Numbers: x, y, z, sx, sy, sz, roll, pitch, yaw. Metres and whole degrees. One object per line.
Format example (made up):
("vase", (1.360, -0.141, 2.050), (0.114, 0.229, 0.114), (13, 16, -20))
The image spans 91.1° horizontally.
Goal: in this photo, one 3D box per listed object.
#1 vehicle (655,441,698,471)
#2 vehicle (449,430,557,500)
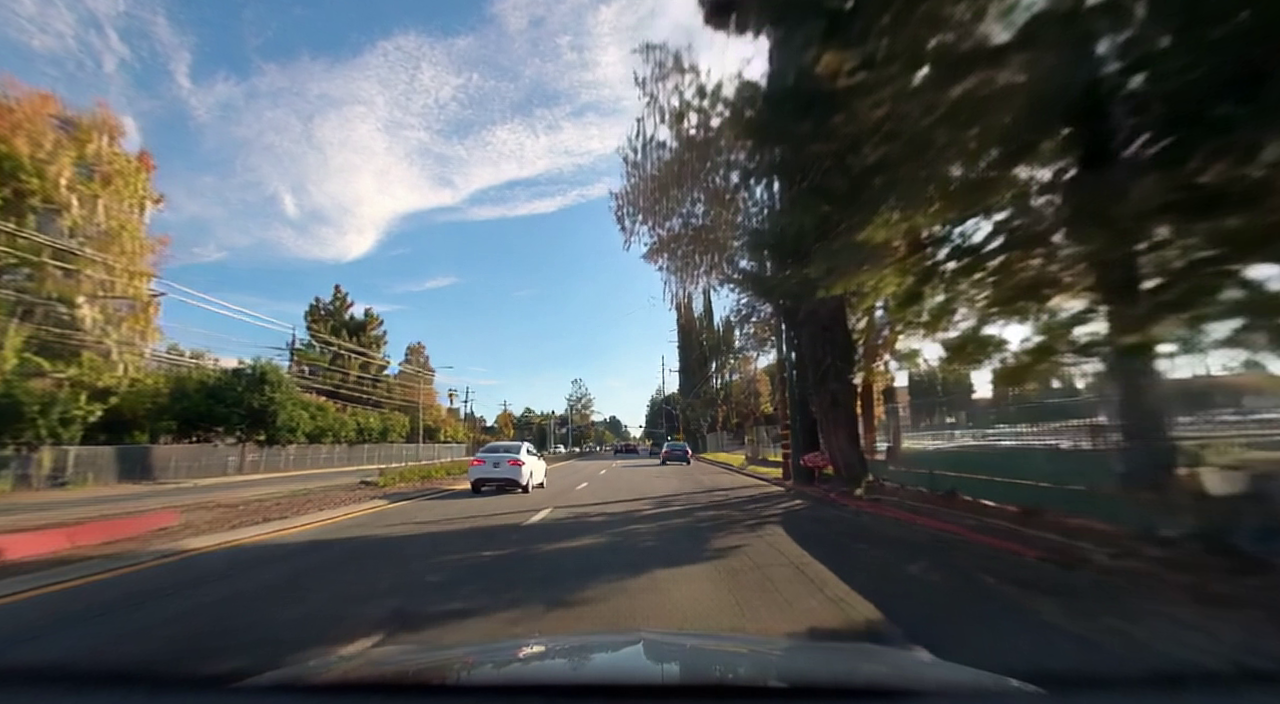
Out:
("vehicle", (1.886, 5.525, 33.580), (2.059, 1.486, 3.980), (0, -8, 0))
("vehicle", (-3.645, 3.074, 17.548), (1.950, 1.692, 4.397), (-1, -8, 1))
